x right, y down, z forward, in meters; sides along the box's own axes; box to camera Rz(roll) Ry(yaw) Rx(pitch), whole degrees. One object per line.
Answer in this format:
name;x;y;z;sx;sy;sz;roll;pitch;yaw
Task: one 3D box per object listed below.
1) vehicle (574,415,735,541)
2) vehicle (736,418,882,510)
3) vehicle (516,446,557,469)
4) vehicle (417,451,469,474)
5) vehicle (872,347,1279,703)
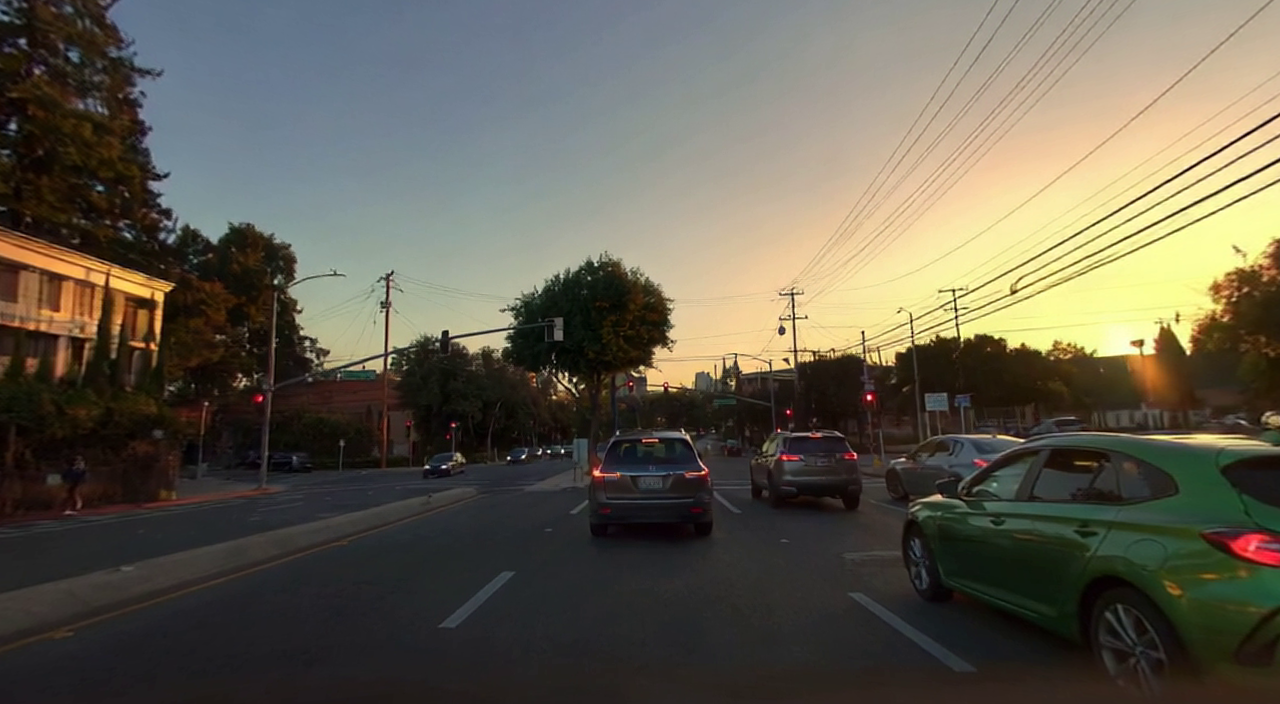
vehicle;0.193;1.991;10.537;2.149;1.668;3.962;0;-9;0
vehicle;3.700;2.575;14.904;2.060;1.789;4.712;0;-9;-1
vehicle;-7.251;7.396;44.498;2.057;1.461;4.485;0;-9;1
vehicle;-13.554;7.576;43.670;2.045;1.453;4.624;0;-9;1
vehicle;3.325;1.081;4.162;1.998;1.620;4.267;0;-9;1
